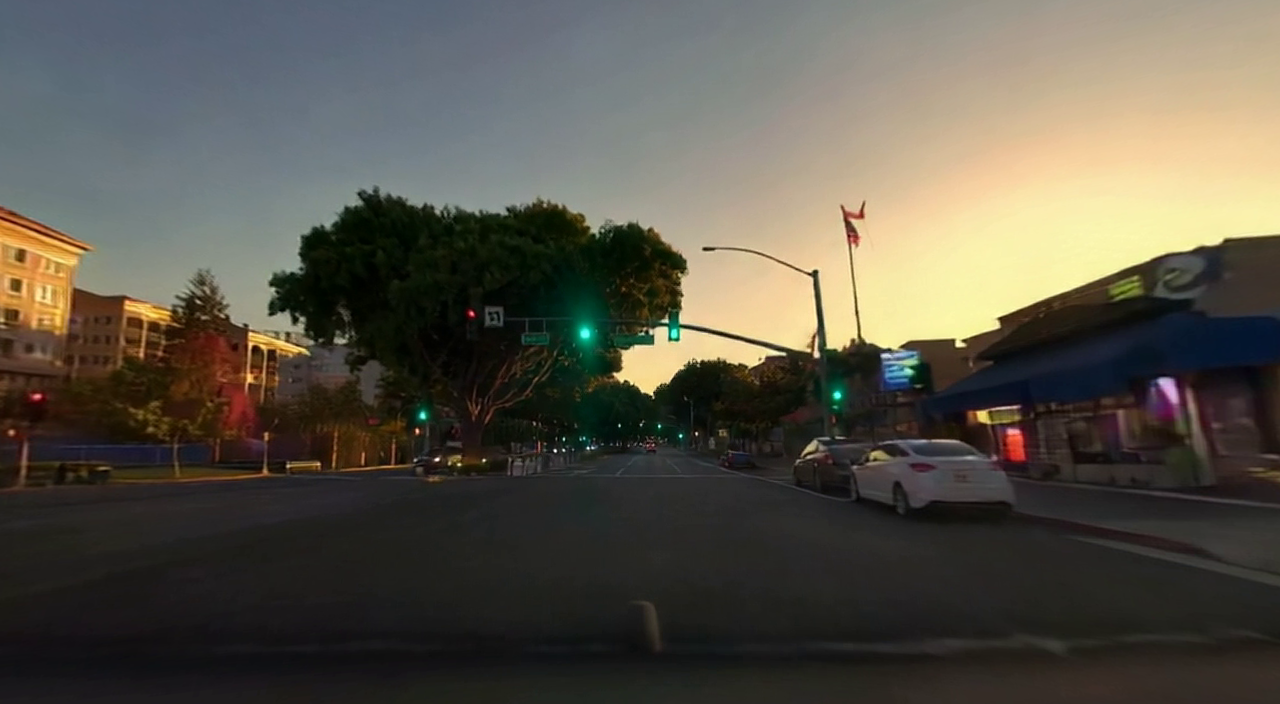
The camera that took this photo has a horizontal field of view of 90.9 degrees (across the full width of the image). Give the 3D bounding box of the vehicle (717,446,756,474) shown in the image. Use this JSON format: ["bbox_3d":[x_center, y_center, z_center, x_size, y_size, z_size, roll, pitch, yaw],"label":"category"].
[{"bbox_3d":[6.228,6.996,41.113,1.955,1.679,3.890,0,-8,0],"label":"vehicle"}]

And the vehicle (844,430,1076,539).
[{"bbox_3d":[5.811,2.438,12.434,1.845,1.664,5.285,0,-9,0],"label":"vehicle"}]

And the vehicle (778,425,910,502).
[{"bbox_3d":[5.970,3.324,19.305,2.182,2.019,5.247,0,-8,-1],"label":"vehicle"}]
